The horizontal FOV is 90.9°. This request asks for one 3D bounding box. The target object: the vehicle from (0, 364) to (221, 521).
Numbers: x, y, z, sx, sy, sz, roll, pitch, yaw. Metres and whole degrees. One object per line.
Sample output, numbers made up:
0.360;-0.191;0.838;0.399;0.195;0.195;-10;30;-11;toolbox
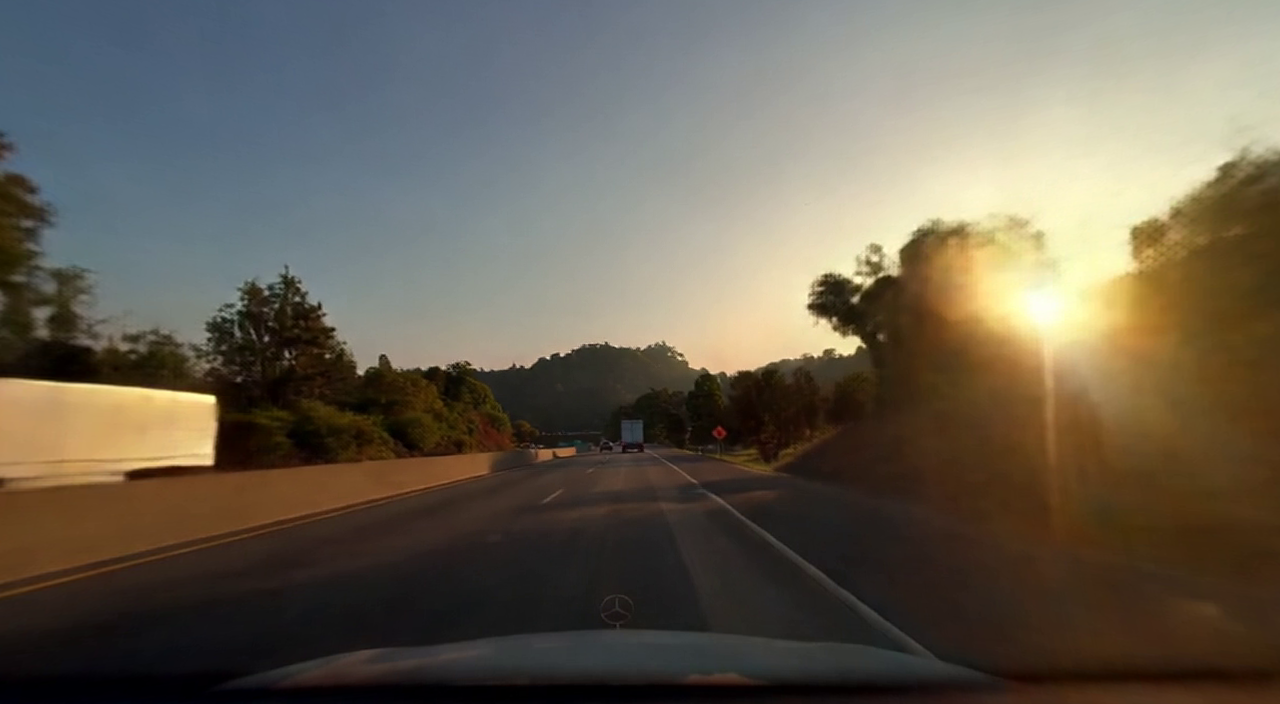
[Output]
-16.818;2.468;17.260;3.033;3.711;11.259;0;-8;0;vehicle
